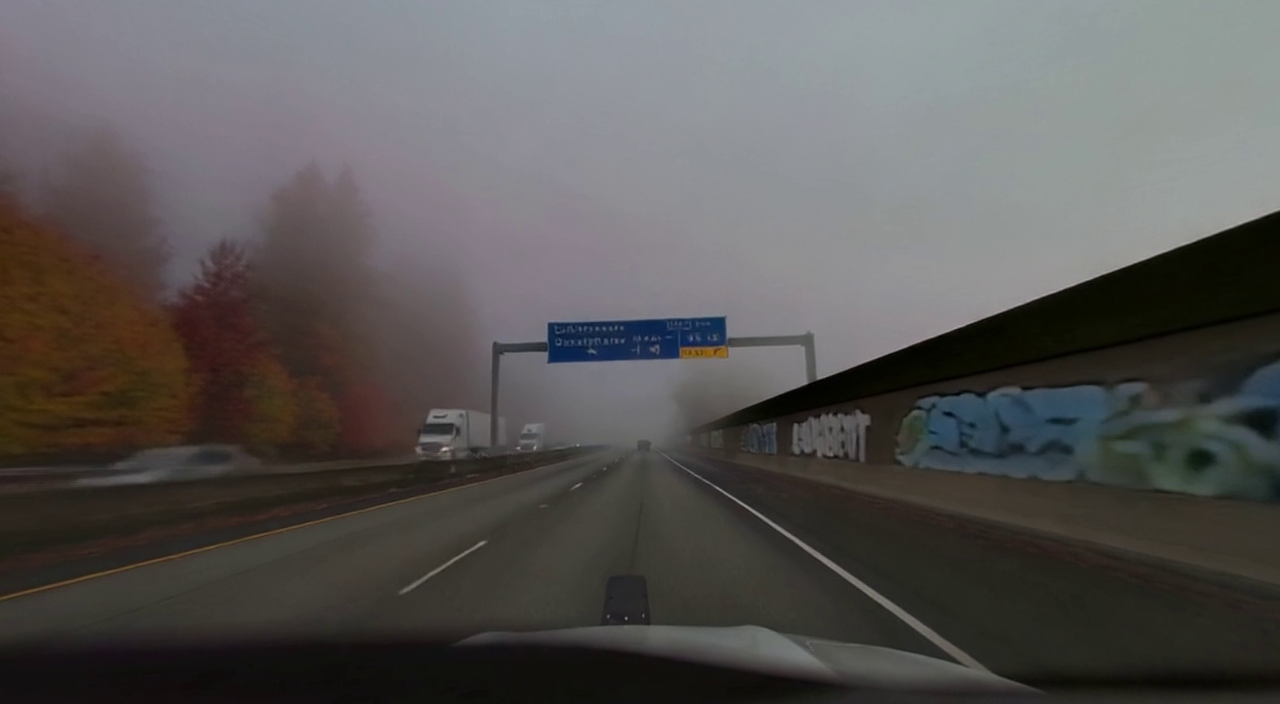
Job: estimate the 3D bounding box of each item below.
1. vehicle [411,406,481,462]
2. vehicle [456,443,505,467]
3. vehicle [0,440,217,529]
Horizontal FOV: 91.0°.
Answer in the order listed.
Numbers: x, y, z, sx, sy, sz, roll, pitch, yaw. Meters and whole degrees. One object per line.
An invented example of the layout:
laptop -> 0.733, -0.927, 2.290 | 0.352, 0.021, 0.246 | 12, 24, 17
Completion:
vehicle -> -14.986, 6.454, 49.290 | 3.079, 4.002, 7.219 | 0, -8, 0
vehicle -> -10.400, 6.741, 41.364 | 1.897, 1.452, 4.508 | 0, -8, 1
vehicle -> -10.834, 2.530, 12.689 | 1.816, 1.494, 3.931 | 0, -8, 0
